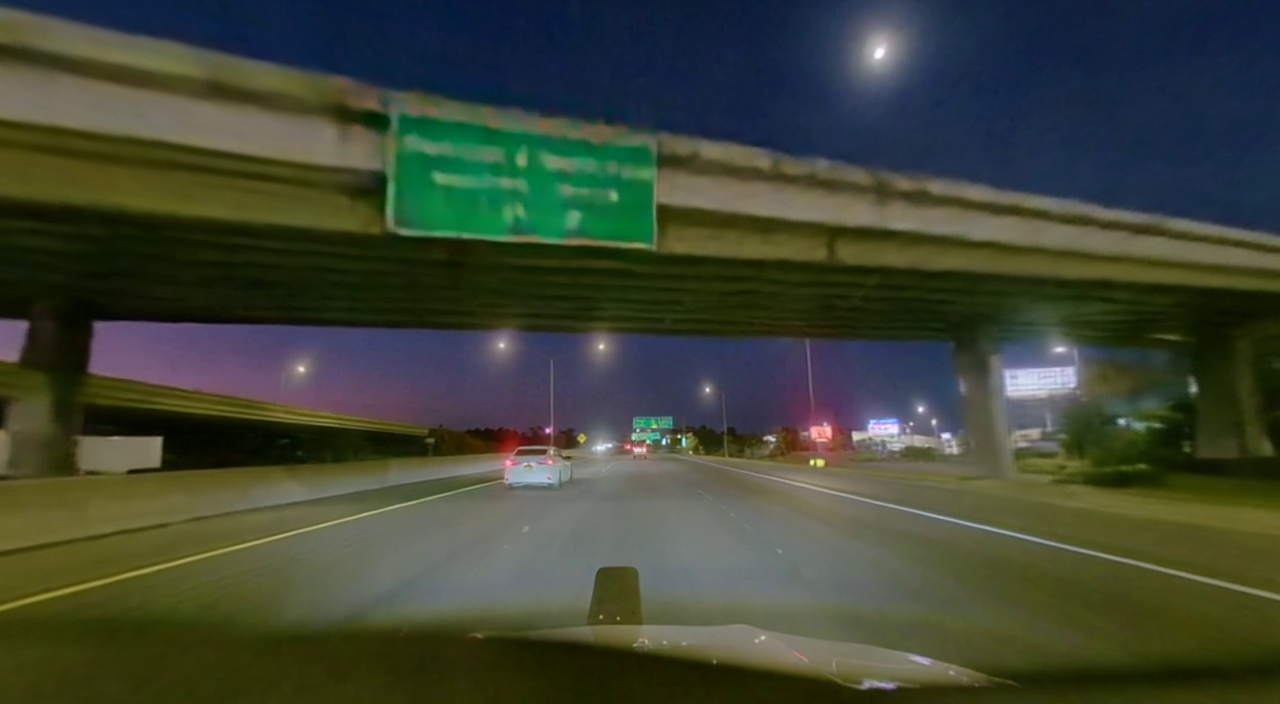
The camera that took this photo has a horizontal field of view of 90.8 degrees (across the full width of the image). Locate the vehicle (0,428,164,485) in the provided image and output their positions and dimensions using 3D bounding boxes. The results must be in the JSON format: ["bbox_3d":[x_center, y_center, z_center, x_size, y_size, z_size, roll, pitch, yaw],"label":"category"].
[{"bbox_3d":[-41.130,7.165,44.387,2.840,3.485,16.876,1,-8,-2],"label":"vehicle"}]

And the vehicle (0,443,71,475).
[{"bbox_3d":[-40.967,7.197,42.761,1.726,2.078,3.285,1,-9,0],"label":"vehicle"}]

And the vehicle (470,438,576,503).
[{"bbox_3d":[-3.063,3.217,17.623,2.029,1.557,4.570,0,-9,1],"label":"vehicle"}]
